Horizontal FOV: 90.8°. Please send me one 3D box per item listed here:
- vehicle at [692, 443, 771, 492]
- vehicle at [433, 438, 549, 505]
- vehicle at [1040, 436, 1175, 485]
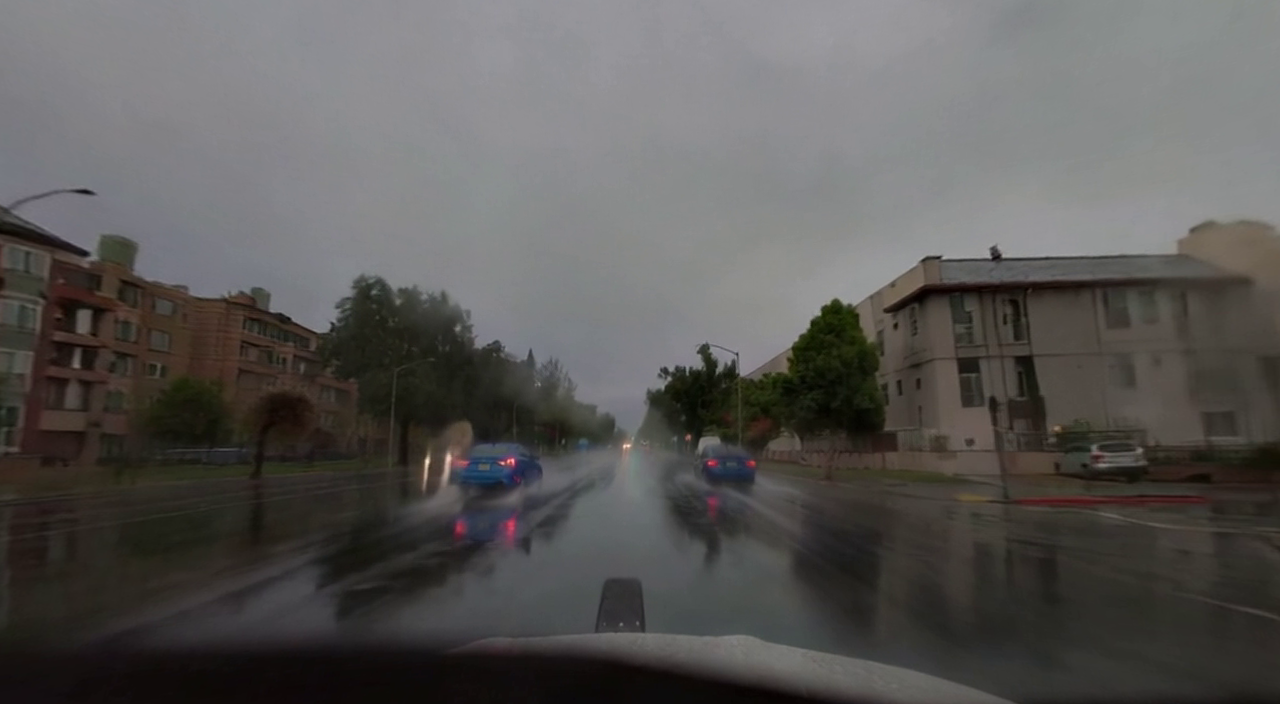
[{"bbox_3d":[3.002,3.901,21.764,1.978,1.471,4.426,0,-9,-1],"label":"vehicle"},{"bbox_3d":[-3.733,3.061,16.648,2.062,1.527,4.044,0,-9,0],"label":"vehicle"},{"bbox_3d":[19.415,4.511,26.583,1.961,1.861,4.757,0,-9,-1],"label":"vehicle"}]
